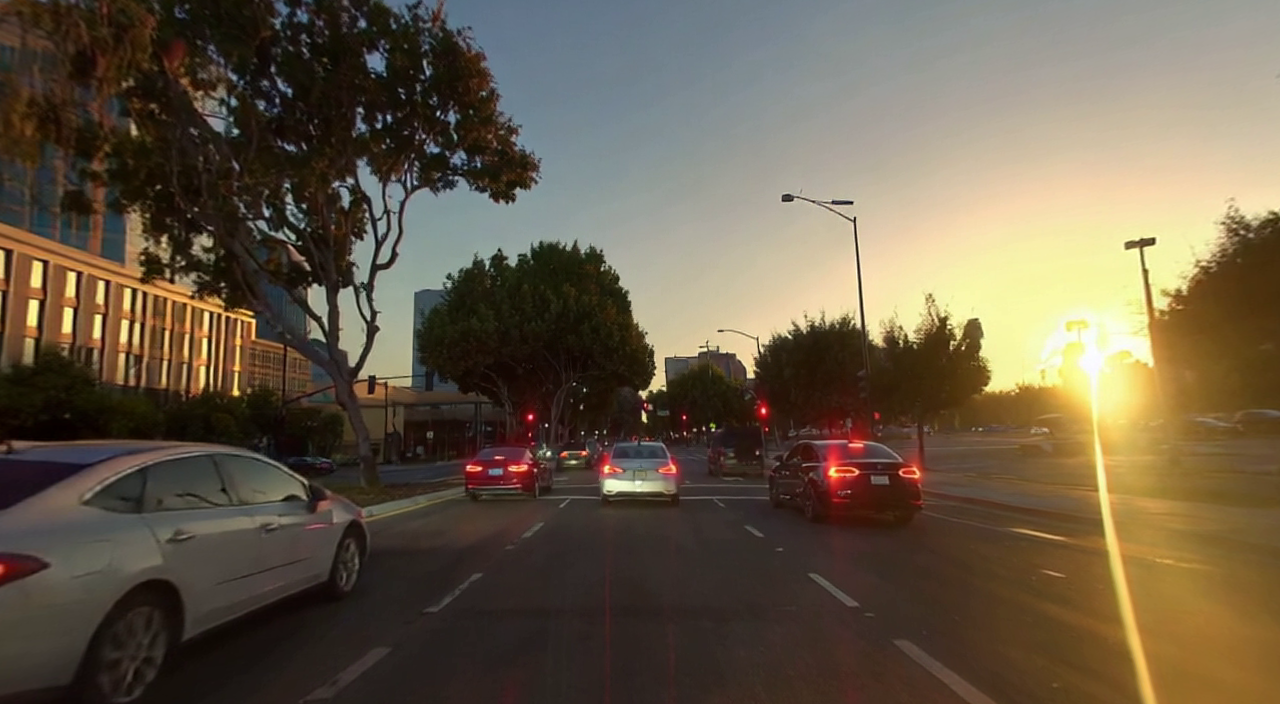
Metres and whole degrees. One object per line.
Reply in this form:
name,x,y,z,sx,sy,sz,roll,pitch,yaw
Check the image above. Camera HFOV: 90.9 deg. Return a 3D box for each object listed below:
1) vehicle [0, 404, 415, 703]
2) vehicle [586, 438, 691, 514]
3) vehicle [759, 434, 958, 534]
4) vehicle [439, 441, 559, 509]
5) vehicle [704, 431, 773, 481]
vehicle,-3.315,1.203,4.067,2.038,1.481,4.379,0,-8,1
vehicle,-0.091,2.769,14.620,2.101,1.480,3.929,0,-8,-2
vehicle,3.717,2.314,11.743,1.990,1.486,4.431,0,-8,-2
vehicle,-3.398,3.033,16.056,2.002,1.465,4.098,0,-8,2
vehicle,4.195,4.516,27.755,2.142,1.957,5.443,0,-8,0
